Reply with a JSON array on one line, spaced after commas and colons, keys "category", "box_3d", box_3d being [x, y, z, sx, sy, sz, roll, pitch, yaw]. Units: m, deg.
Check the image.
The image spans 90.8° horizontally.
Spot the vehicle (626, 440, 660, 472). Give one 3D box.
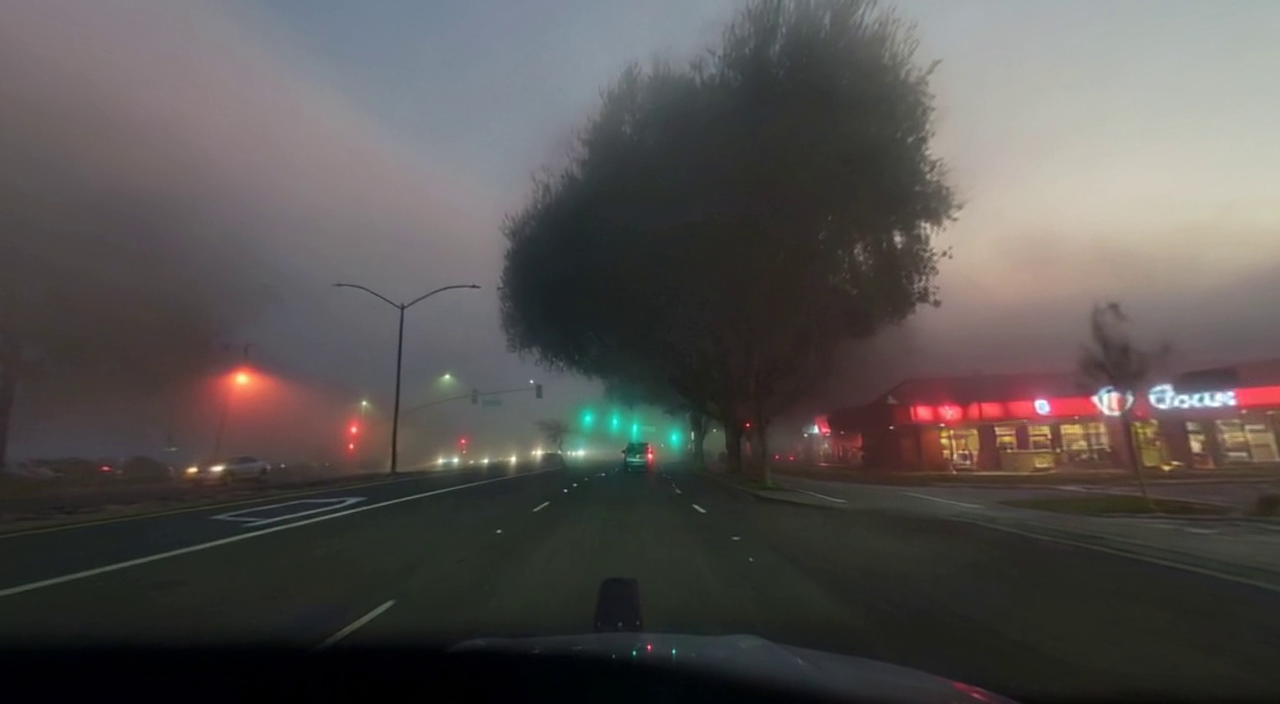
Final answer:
[{"category": "vehicle", "box_3d": [0.228, 6.791, 41.389, 2.096, 1.961, 4.259, 0, -9, 2]}]

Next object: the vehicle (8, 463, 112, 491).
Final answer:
[{"category": "vehicle", "box_3d": [-32.171, 6.919, 35.120, 3.791, 1.473, 1.942, 0, -9, -2]}]
